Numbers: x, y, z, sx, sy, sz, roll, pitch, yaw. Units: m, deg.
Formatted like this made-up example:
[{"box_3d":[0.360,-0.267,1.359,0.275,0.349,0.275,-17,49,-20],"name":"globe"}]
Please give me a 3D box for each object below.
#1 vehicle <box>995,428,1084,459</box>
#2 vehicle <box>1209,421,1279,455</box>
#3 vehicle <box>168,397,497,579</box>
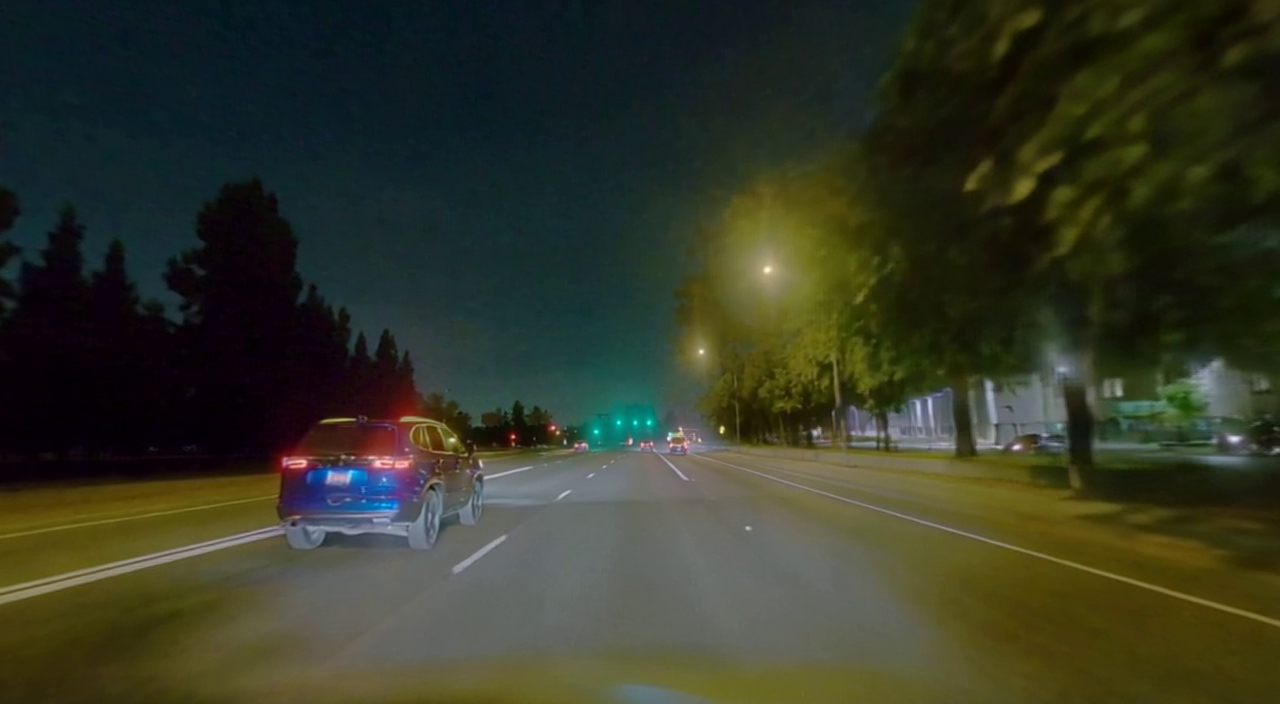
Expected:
[{"box_3d":[23.267,5.322,36.762,4.000,1.458,1.640,-4,-6,0],"name":"vehicle"},{"box_3d":[39.108,5.240,38.515,2.117,2.004,5.795,2,-9,-22],"name":"vehicle"},{"box_3d":[-3.440,1.619,8.287,2.033,1.713,4.503,0,-8,0],"name":"vehicle"}]
